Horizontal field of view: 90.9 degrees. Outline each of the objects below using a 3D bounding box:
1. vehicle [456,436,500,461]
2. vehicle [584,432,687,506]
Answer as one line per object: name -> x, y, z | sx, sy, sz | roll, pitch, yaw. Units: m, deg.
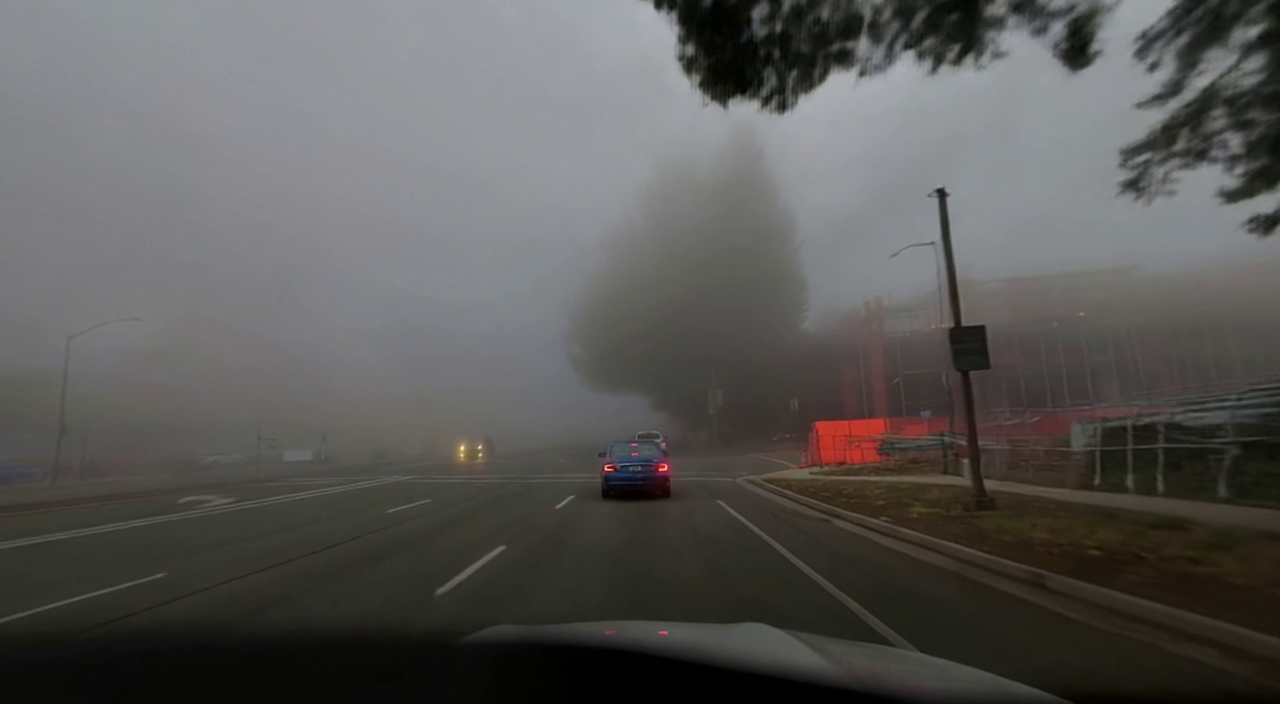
vehicle -> -10.297, 6.101, 39.793 | 2.072, 1.465, 4.394 | 3, -9, -22
vehicle -> -0.095, 2.690, 14.943 | 2.112, 1.482, 4.076 | 0, -8, 0
